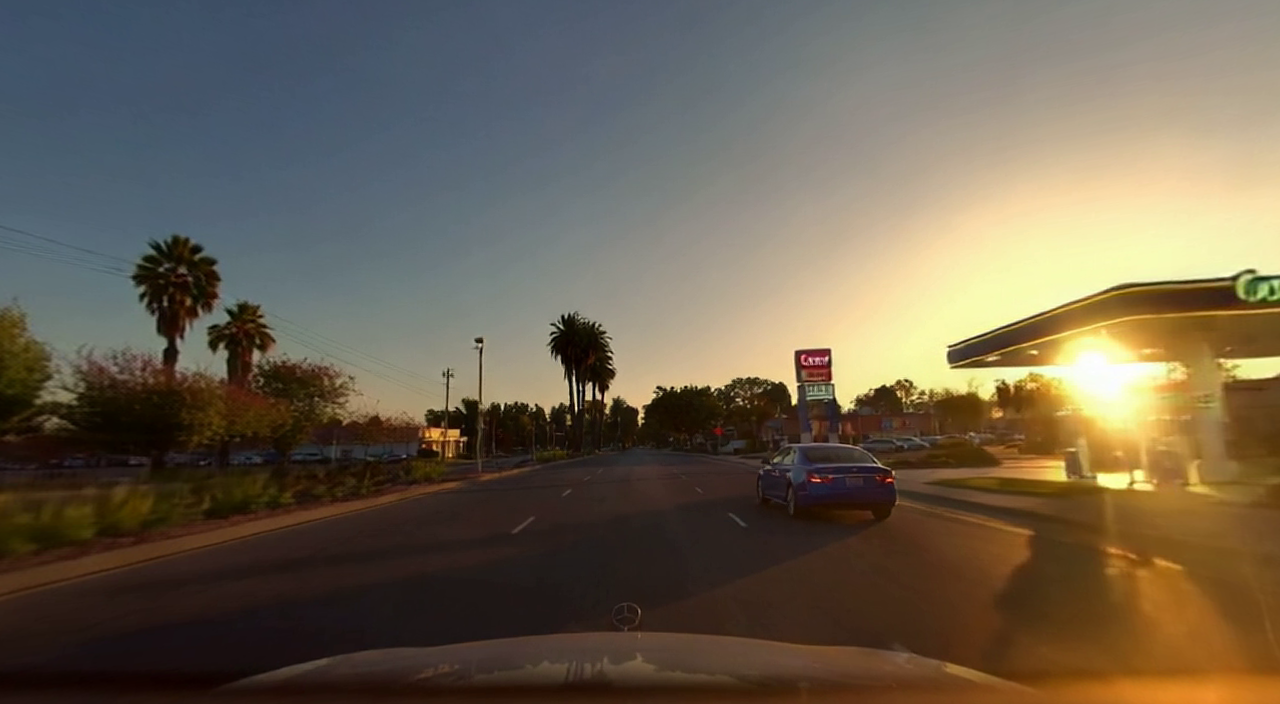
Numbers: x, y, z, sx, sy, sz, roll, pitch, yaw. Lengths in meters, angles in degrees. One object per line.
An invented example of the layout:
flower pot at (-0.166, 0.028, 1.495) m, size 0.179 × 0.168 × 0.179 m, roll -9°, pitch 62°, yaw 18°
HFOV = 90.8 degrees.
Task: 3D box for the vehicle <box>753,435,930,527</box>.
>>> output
vehicle at (3.587, 2.379, 12.234) m, size 1.978 × 1.442 × 4.262 m, roll 0°, pitch -8°, yaw -1°
